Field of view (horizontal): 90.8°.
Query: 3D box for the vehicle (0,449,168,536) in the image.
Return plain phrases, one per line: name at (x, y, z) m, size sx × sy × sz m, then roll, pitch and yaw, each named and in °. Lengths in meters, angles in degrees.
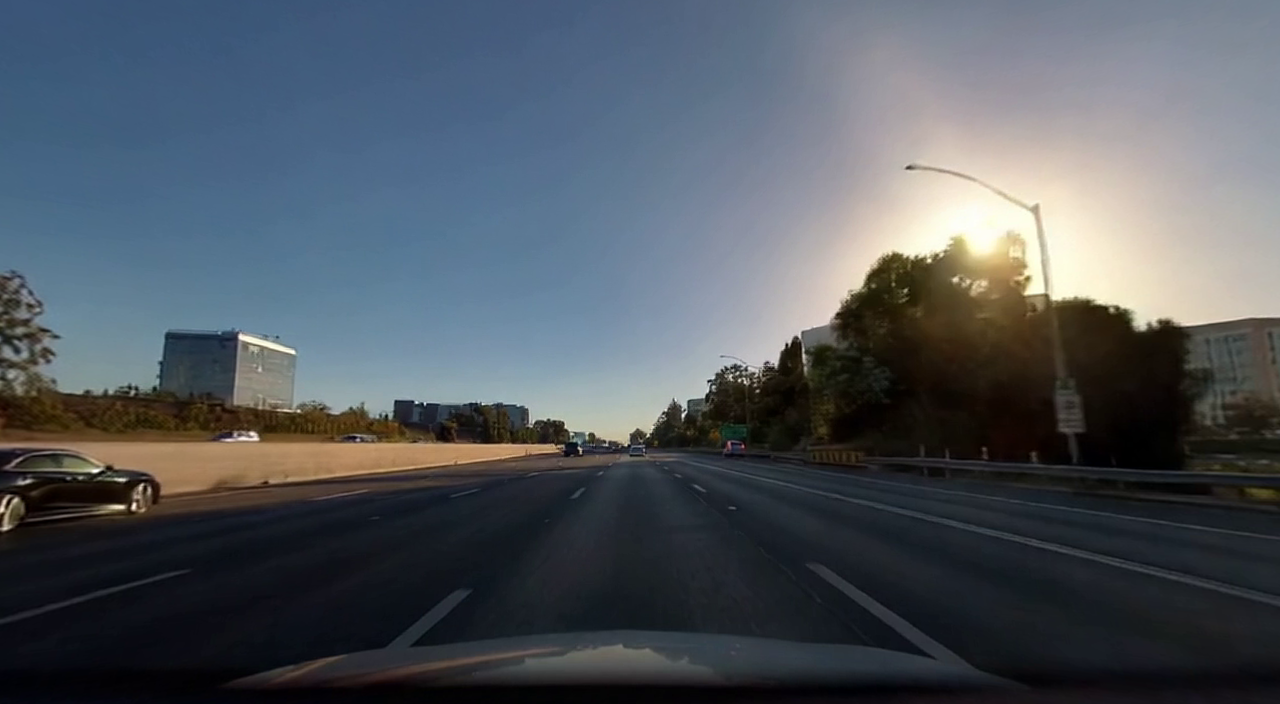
vehicle at (-11.456, 2.517, 11.627) m, size 1.983 × 1.381 × 4.464 m, roll -1°, pitch -8°, yaw 2°
